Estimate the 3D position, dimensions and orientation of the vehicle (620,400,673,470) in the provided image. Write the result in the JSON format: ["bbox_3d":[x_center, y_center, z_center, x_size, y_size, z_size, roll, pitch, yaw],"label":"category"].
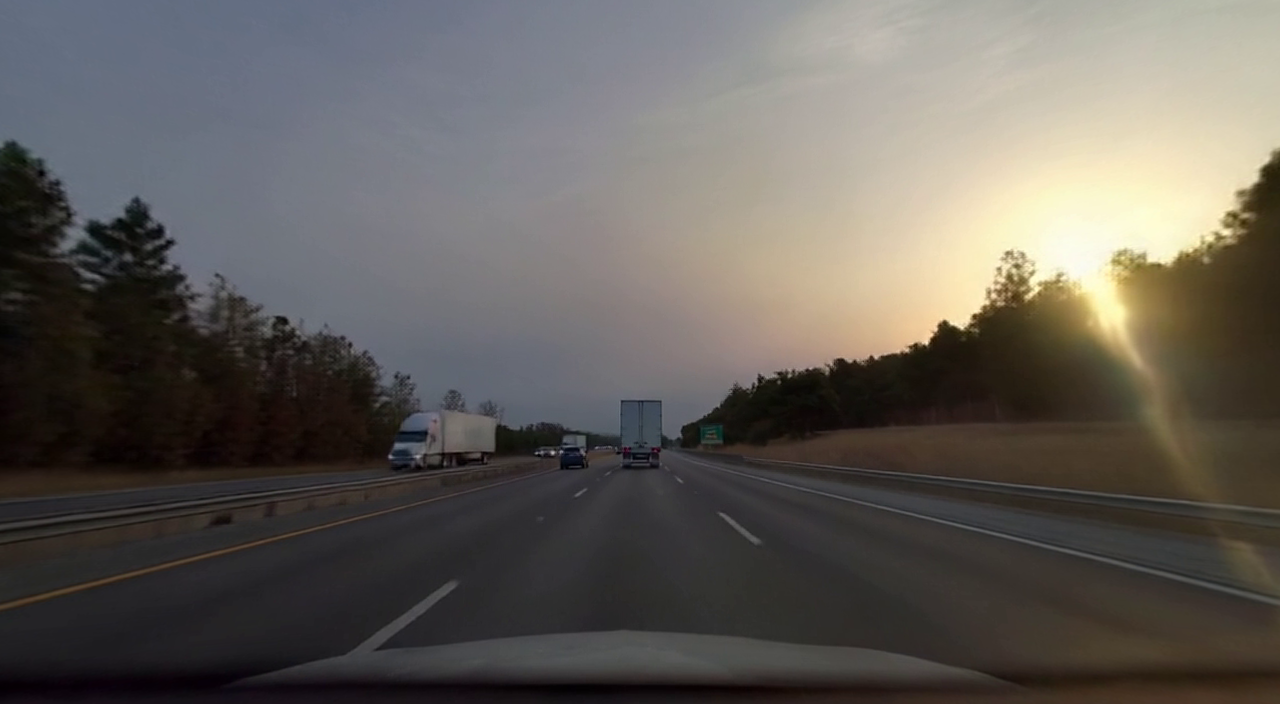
[{"bbox_3d":[0.338,5.734,42.433,3.100,4.091,10.664,0,-9,0],"label":"vehicle"}]

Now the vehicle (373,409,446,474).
[{"bbox_3d":[-14.613,5.749,40.046,2.934,3.940,3.841,0,-9,2],"label":"vehicle"}]

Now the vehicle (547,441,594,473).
[{"bbox_3d":[-3.803,5.860,35.040,2.112,1.645,4.129,0,-9,0],"label":"vehicle"}]
